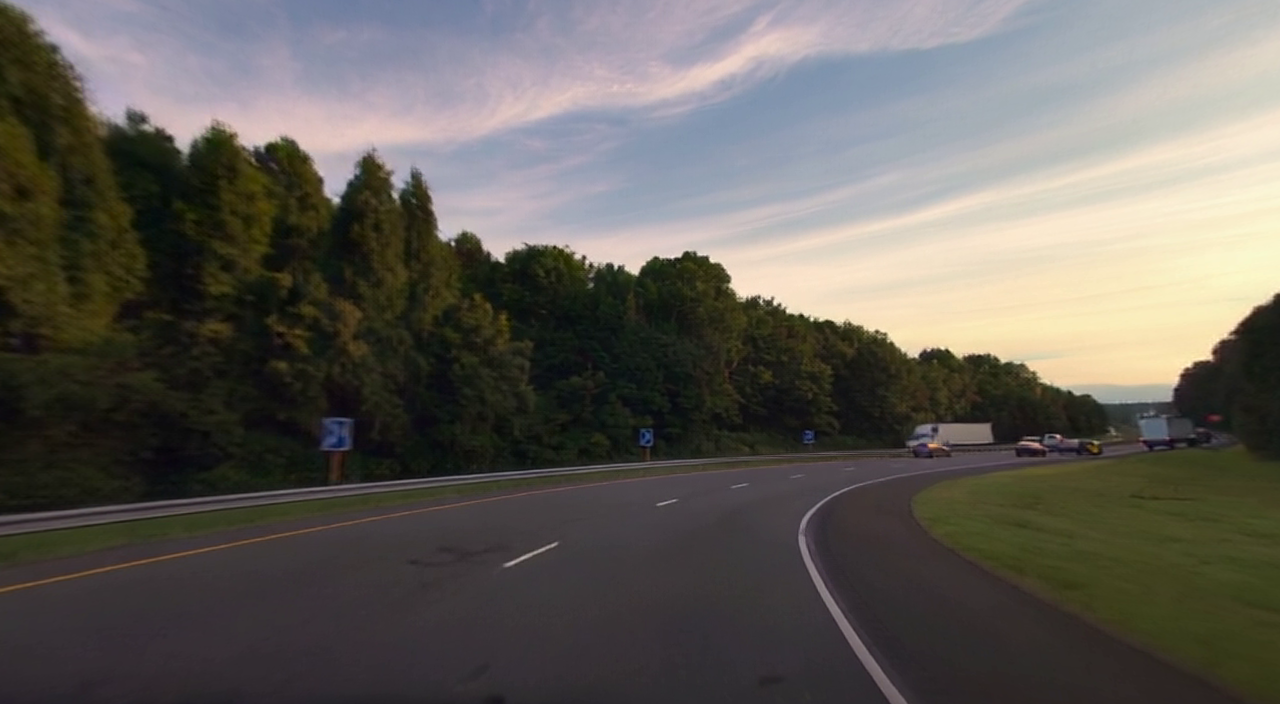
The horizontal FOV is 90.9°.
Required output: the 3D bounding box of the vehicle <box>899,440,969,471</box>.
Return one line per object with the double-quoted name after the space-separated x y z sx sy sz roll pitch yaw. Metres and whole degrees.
16.951 5.946 36.226 2.221 1.674 4.325 -9 -13 43 "vehicle"
